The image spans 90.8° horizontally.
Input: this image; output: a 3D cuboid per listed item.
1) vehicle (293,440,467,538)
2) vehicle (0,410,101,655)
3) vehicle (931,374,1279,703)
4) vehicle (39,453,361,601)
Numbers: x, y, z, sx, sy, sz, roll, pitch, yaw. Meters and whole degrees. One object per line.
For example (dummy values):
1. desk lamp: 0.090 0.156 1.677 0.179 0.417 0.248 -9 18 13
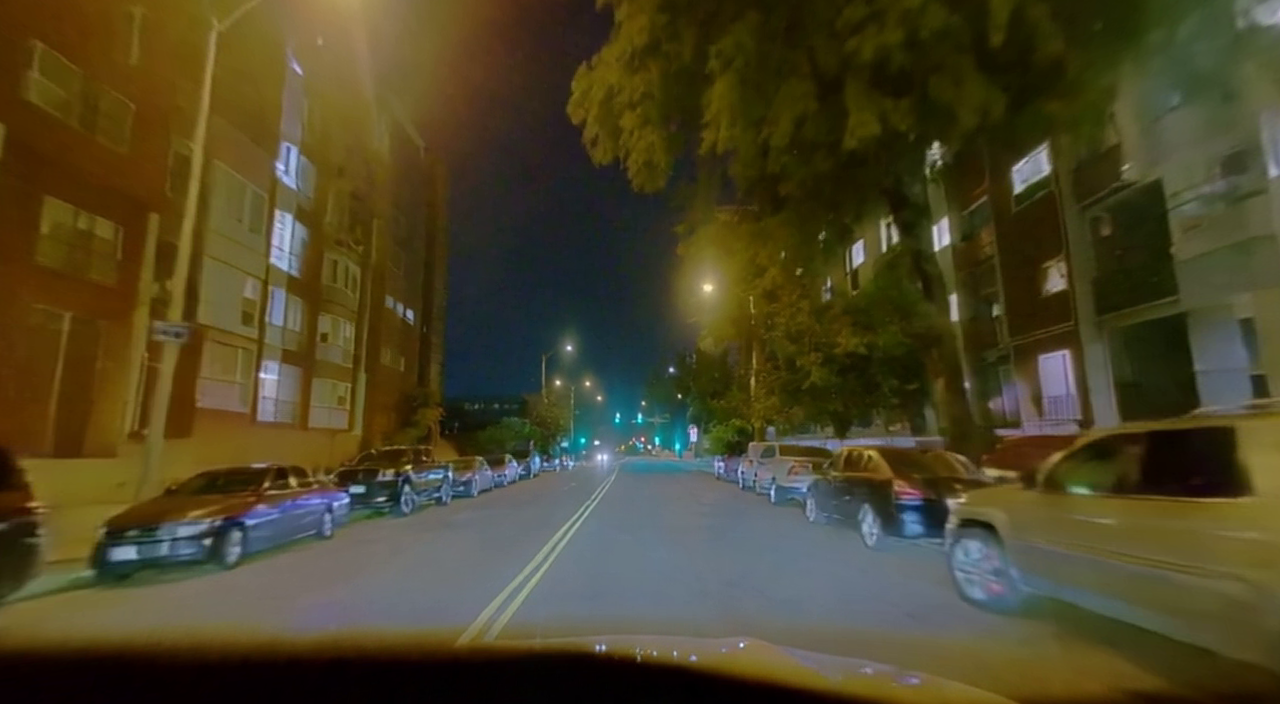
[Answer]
1. vehicle: -5.982 3.153 15.259 2.077 1.756 4.665 -6 -9 1
2. vehicle: -6.077 1.225 3.335 2.175 1.849 4.725 -3 -8 3
3. vehicle: 3.990 1.116 3.630 2.320 1.779 4.615 0 -8 -1
4. vehicle: -6.073 2.362 9.493 1.765 1.426 4.349 -7 -8 -1
